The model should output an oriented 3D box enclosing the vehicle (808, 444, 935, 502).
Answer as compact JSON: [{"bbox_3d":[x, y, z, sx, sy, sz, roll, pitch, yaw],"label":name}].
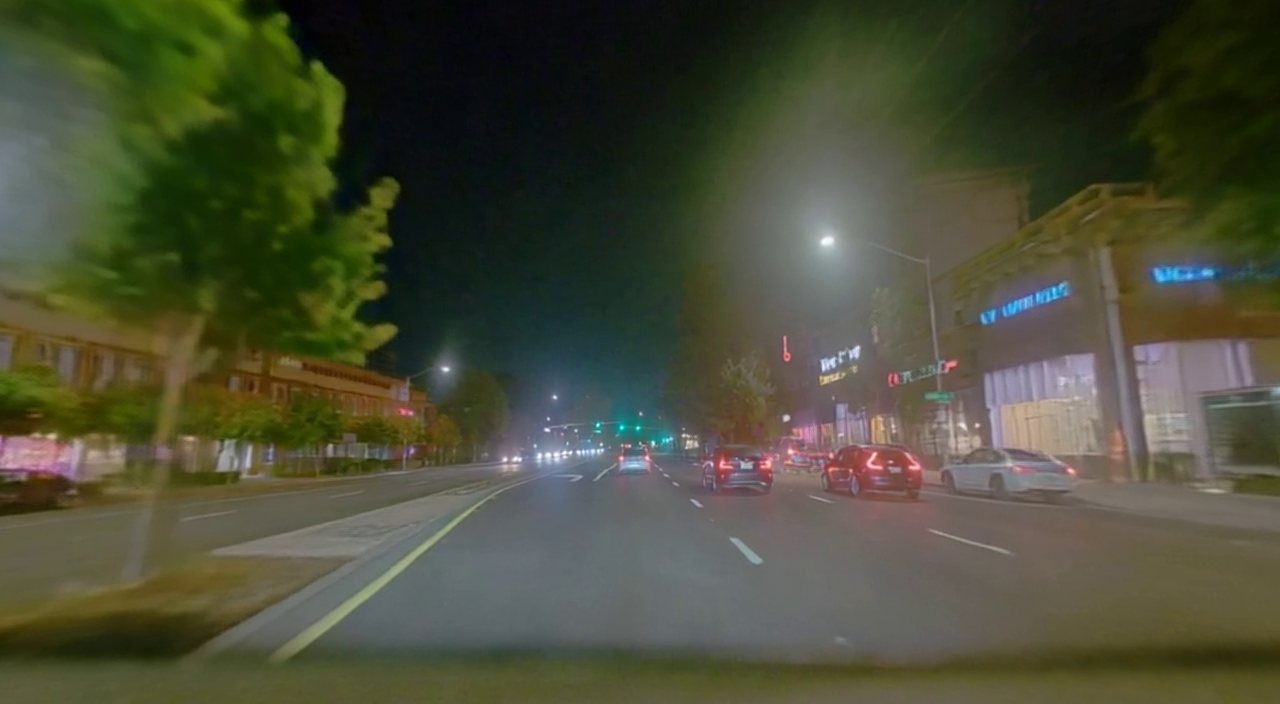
[{"bbox_3d":[6.591,3.475,18.630,1.952,1.449,4.544,0,-9,-1],"label":"vehicle"}]

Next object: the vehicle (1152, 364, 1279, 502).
[{"bbox_3d":[17.566,2.013,15.693,7.127,3.093,2.760,0,-9,0],"label":"vehicle"}]

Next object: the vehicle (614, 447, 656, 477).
[{"bbox_3d":[-0.275,5.653,32.741,2.052,1.461,4.324,0,-9,-1],"label":"vehicle"}]

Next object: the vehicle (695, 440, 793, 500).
[{"bbox_3d":[2.948,3.467,19.017,2.072,1.545,4.578,0,-9,-1],"label":"vehicle"}]

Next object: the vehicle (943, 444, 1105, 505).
[{"bbox_3d":[10.597,3.378,17.850,2.000,1.514,3.811,0,-9,-4],"label":"vehicle"}]
